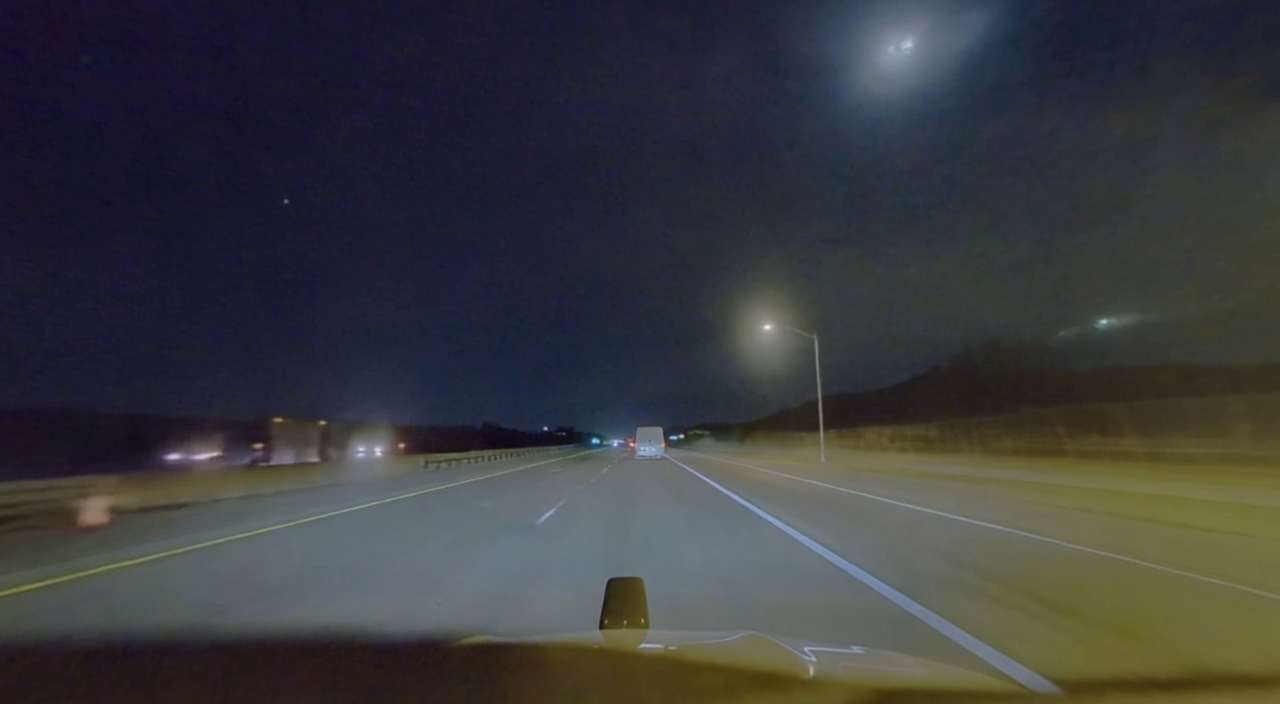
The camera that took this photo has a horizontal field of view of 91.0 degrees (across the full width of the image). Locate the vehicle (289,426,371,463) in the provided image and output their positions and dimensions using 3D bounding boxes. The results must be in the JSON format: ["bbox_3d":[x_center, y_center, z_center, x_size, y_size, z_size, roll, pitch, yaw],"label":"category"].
[{"bbox_3d":[-16.254,4.842,33.237,1.891,1.776,4.615,-1,-8,1],"label":"vehicle"}]

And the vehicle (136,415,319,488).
[{"bbox_3d":[-16.477,4.042,25.937,2.575,2.531,7.355,1,-8,-1],"label":"vehicle"}]

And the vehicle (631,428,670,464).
[{"bbox_3d":[0.655,5.921,39.646,2.277,2.109,4.922,1,-8,1],"label":"vehicle"}]
